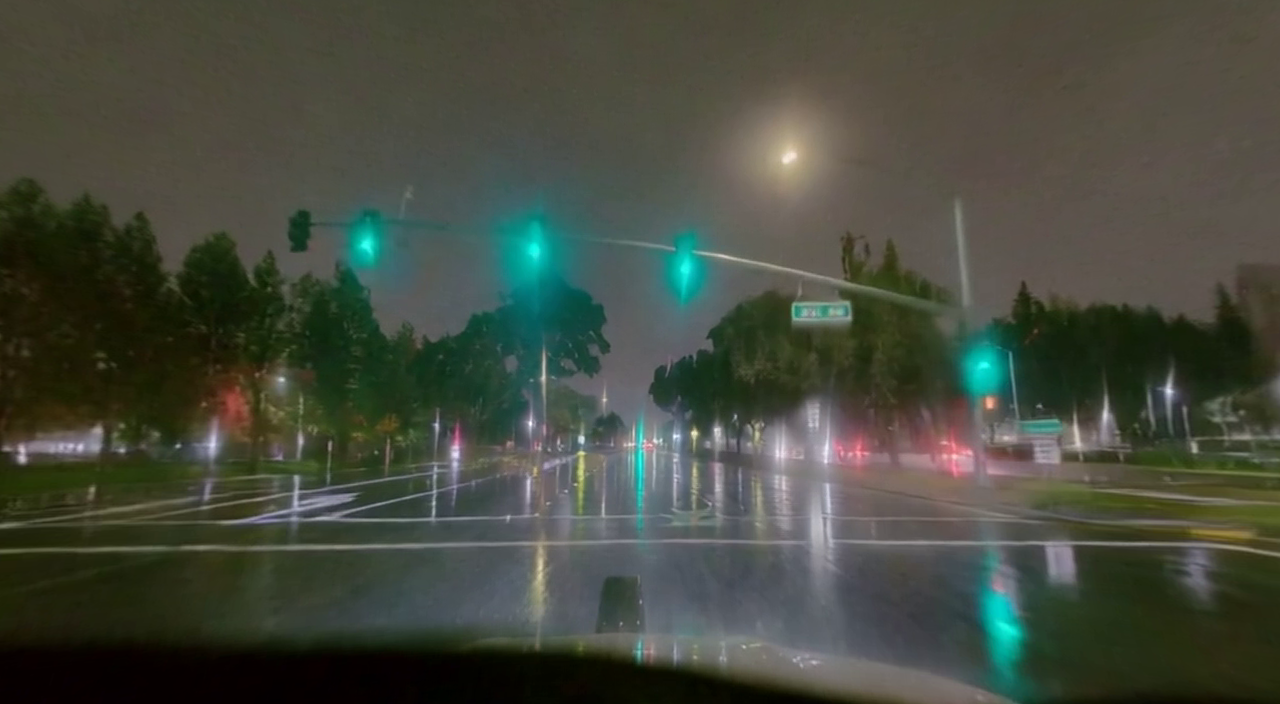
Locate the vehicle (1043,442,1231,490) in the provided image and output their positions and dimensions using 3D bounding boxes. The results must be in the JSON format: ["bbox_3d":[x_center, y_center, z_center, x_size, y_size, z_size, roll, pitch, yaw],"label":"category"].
[{"bbox_3d":[16.067,3.692,20.612,4.483,1.452,1.924,0,-8,0],"label":"vehicle"}]
